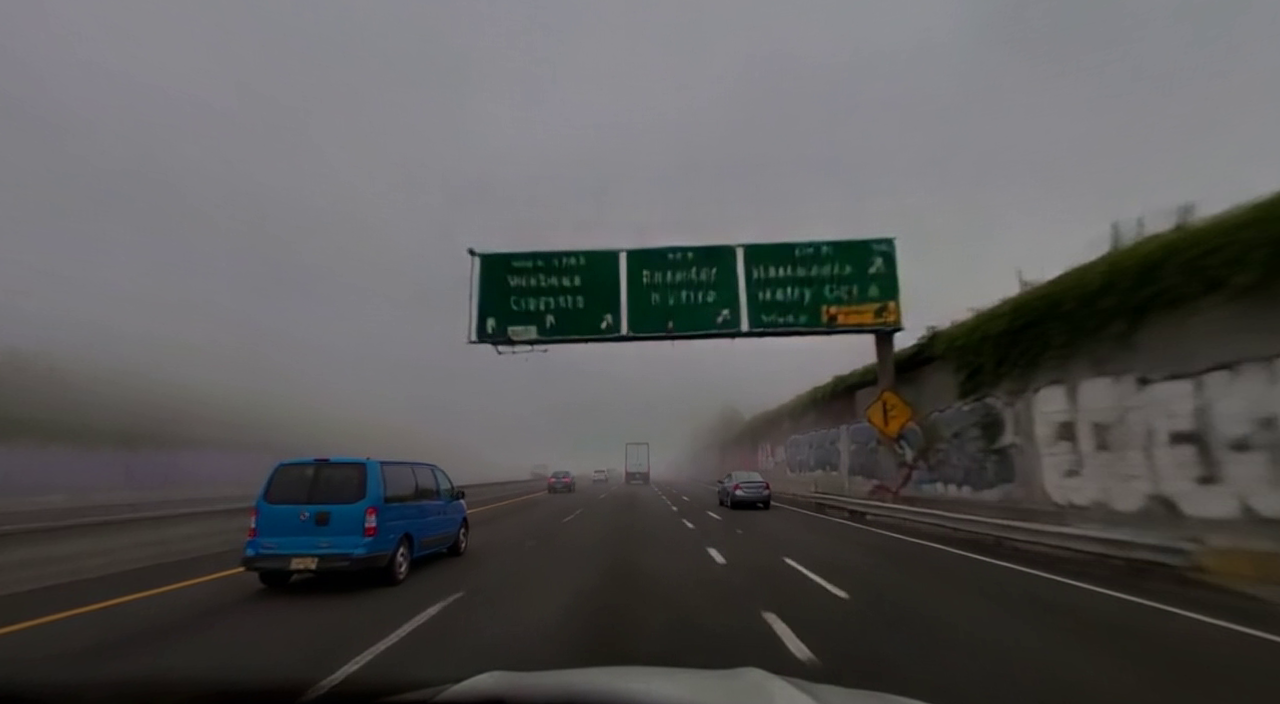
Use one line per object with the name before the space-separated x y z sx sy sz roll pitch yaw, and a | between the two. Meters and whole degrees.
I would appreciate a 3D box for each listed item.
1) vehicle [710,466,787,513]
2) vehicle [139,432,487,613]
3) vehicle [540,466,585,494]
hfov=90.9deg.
vehicle | 3.742 4.841 22.485 1.917 1.458 4.199 1 -11 -2
vehicle | -3.518 1.968 8.037 2.004 1.610 4.508 1 -11 0
vehicle | -4.397 7.332 36.281 2.054 1.443 4.131 1 -11 0
